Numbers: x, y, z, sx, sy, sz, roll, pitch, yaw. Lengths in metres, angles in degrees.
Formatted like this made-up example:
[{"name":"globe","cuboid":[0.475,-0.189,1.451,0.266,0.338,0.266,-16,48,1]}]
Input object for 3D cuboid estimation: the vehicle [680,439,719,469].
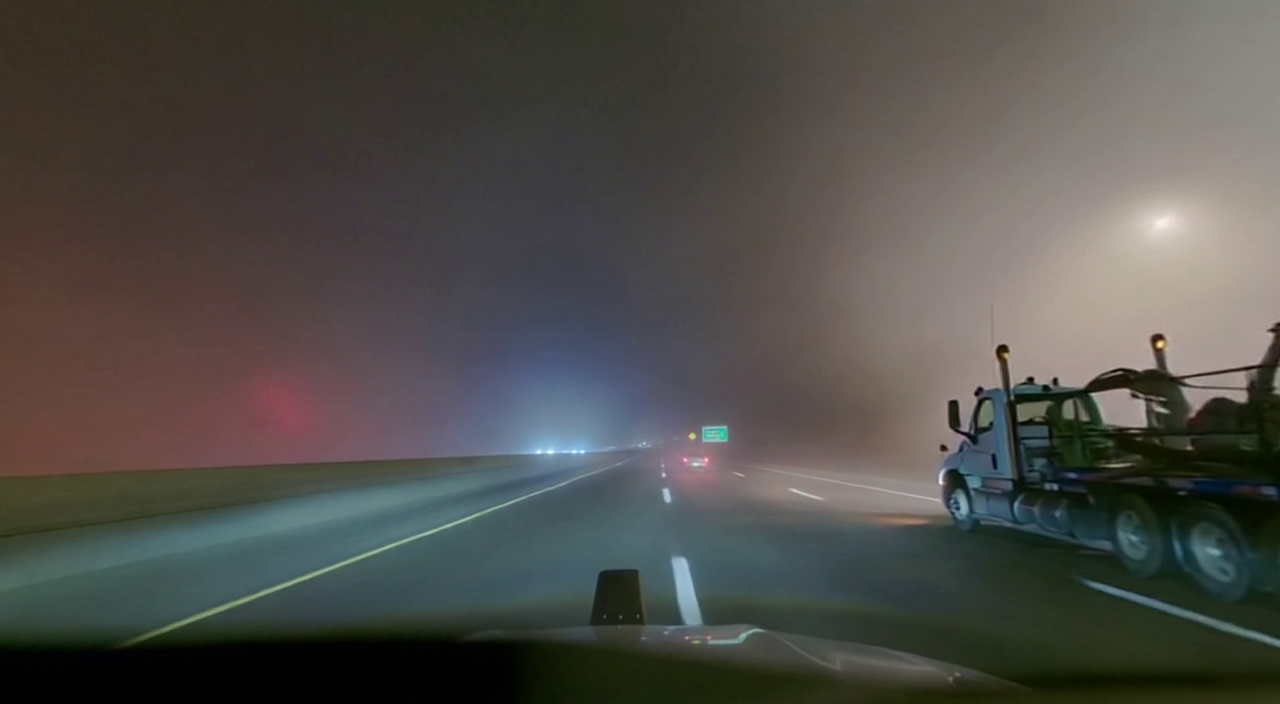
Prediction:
[{"name":"vehicle","cuboid":[4.157,7.320,45.276,2.309,2.003,5.139,0,-9,0]}]
